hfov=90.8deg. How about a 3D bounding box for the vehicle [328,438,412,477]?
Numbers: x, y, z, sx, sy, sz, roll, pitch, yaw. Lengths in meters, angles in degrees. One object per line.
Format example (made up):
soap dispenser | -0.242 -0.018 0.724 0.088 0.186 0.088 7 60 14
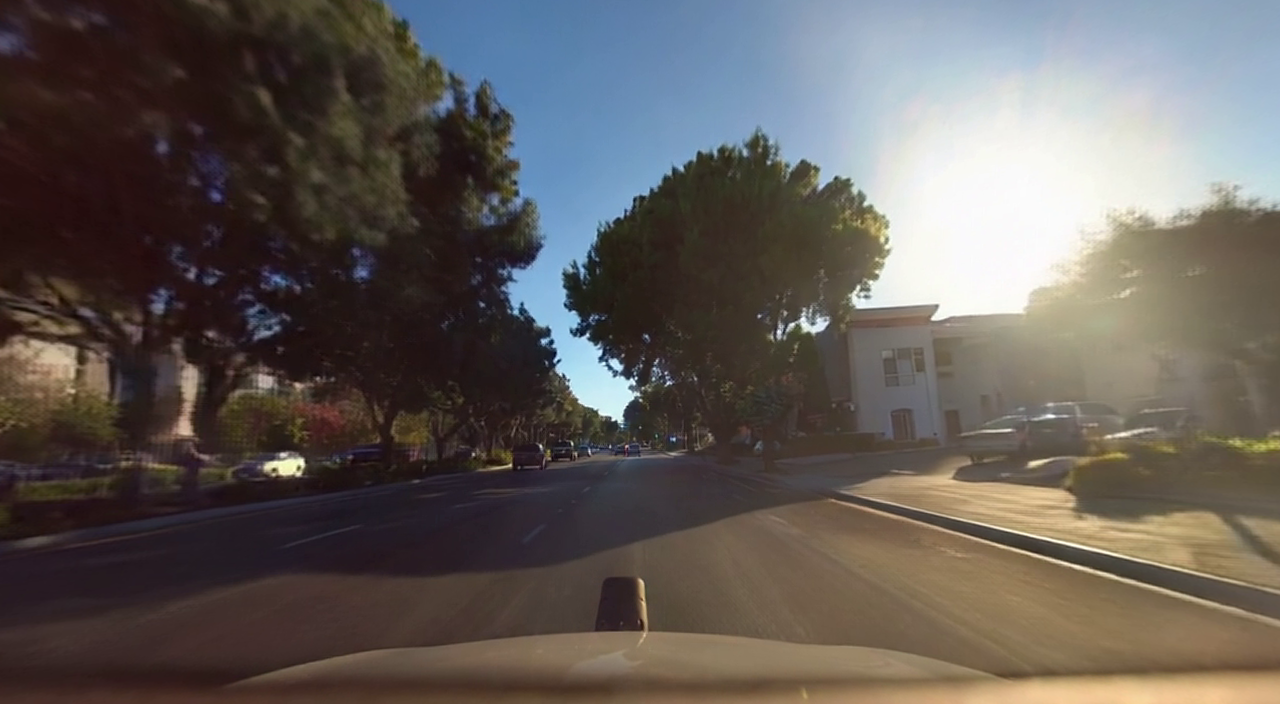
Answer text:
vehicle | -15.065 5.910 35.669 2.326 2.030 5.373 0 -9 1

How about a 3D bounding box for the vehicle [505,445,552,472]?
vehicle | -6.492 6.238 37.303 1.970 1.456 4.441 0 -9 0

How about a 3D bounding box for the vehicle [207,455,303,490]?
vehicle | -17.942 5.602 29.734 1.794 1.449 4.384 0 -9 -1

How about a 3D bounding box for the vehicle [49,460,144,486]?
vehicle | -34.257 7.623 39.911 4.194 1.486 1.883 0 -9 -1
